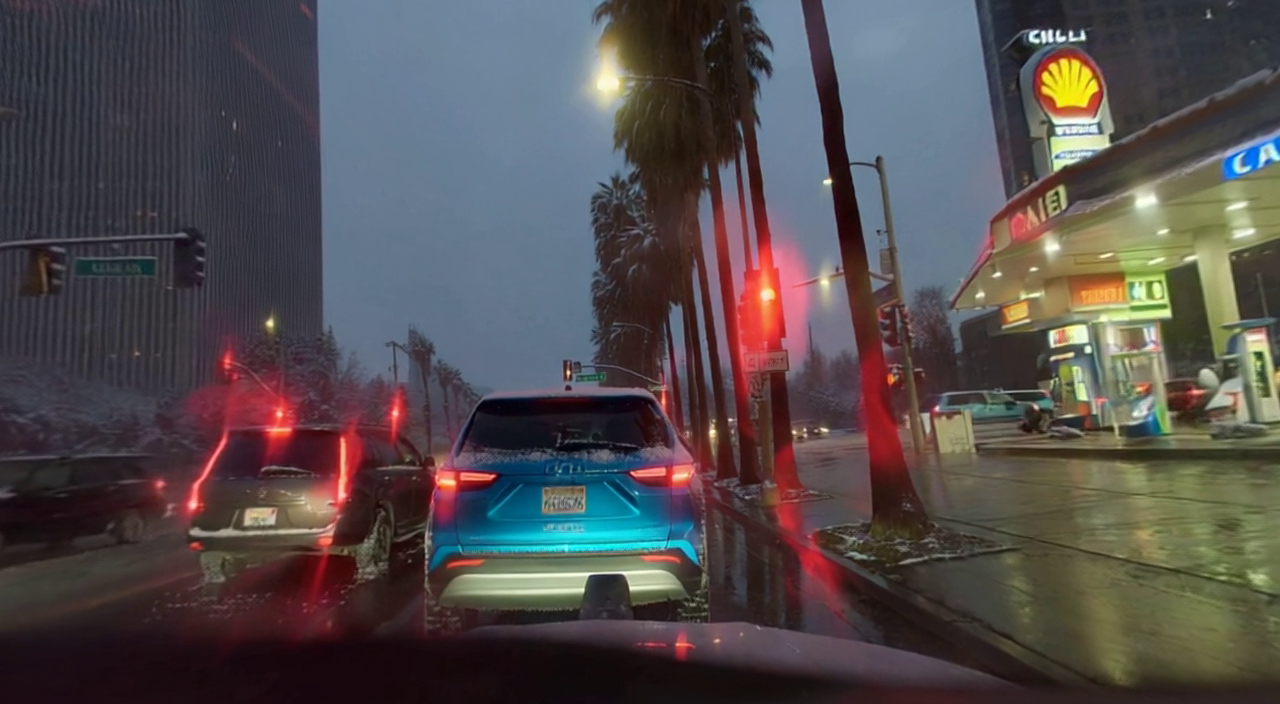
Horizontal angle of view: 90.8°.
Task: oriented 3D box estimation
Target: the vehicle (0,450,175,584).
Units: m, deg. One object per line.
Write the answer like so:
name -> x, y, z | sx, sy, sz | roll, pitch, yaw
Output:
vehicle -> -10.409, 2.626, 10.952 | 2.176, 1.796, 5.011 | 2, -9, -17

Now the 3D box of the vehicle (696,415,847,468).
vehicle -> 4.436, 3.098, 21.851 | 4.712, 1.706, 1.956 | 0, -8, -3

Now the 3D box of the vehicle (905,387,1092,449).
vehicle -> 12.583, 2.362, 22.428 | 5.307, 2.076, 2.122 | 0, -8, -4

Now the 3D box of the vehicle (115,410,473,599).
vehicle -> -3.811, 1.751, 8.340 | 2.097, 1.692, 5.030 | 0, -8, -3

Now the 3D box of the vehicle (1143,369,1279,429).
vehicle -> 21.654, 1.737, 22.813 | 5.033, 1.999, 2.259 | 0, -8, -3

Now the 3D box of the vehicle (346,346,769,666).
vehicle -> -0.549, 1.261, 6.295 | 2.519, 1.913, 4.819 | 0, -8, -2
